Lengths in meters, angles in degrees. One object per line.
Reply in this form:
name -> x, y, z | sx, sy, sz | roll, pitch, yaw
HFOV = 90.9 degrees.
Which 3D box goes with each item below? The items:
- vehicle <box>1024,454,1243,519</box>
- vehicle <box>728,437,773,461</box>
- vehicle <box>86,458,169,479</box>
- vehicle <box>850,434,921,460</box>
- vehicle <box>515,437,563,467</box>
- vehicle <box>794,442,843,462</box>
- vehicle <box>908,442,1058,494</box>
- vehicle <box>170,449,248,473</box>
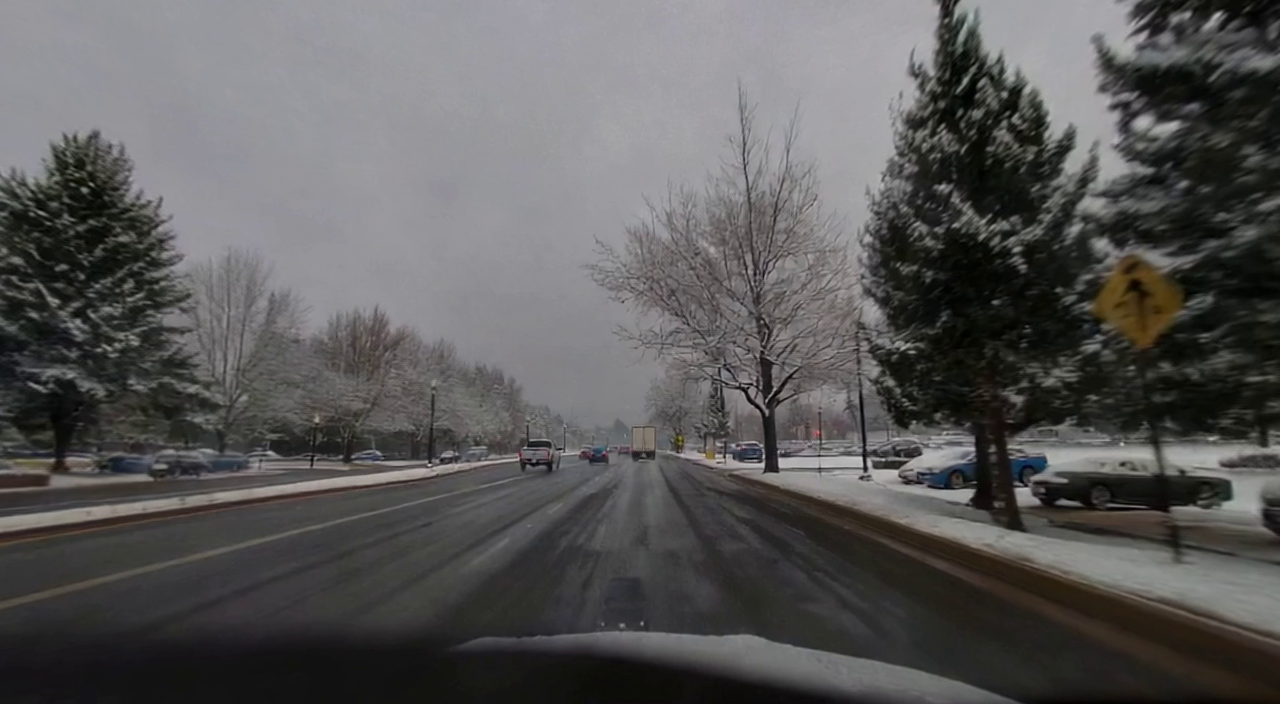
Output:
vehicle -> 13.455, 3.671, 17.430 | 4.367, 1.459, 1.851 | -3, -9, 2
vehicle -> 8.517, 7.567, 49.072 | 2.057, 1.750, 4.679 | 1, -9, -9
vehicle -> -33.809, 7.692, 41.653 | 3.913, 1.329, 1.824 | 0, -8, 1
vehicle -> 18.882, 7.369, 48.787 | 2.211, 1.880, 5.847 | 2, -9, -12
vehicle -> -6.641, 6.640, 42.001 | 2.149, 1.893, 5.187 | 0, -8, 2
vehicle -> 13.798, 7.733, 49.006 | 1.944, 1.476, 4.483 | 1, -9, -10
vehicle -> 13.884, 4.711, 25.766 | 4.812, 1.825, 2.073 | -3, -9, 2
vehicle -> -33.907, 8.576, 49.670 | 4.555, 1.761, 2.039 | 0, -8, 0
